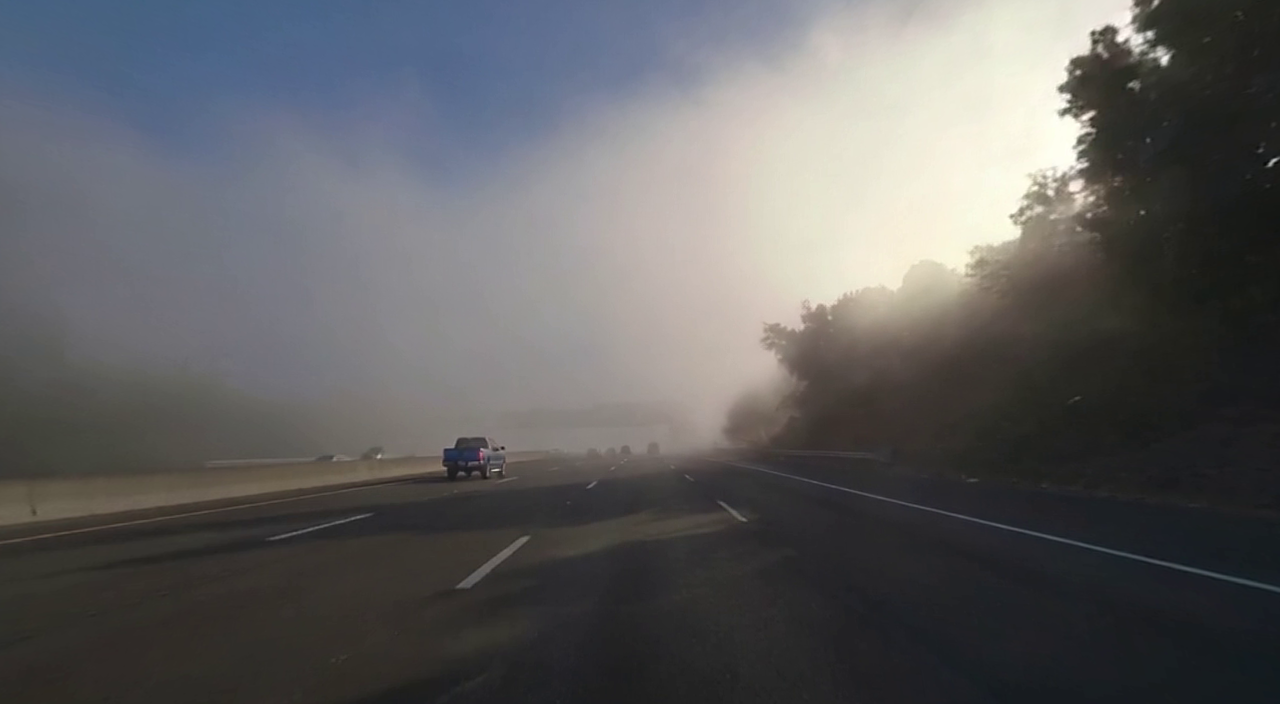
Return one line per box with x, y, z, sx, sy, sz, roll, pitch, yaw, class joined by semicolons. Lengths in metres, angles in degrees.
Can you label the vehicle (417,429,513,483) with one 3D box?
-6.865;4.152;25.482;2.260;1.917;5.499;0;-9;0;vehicle
